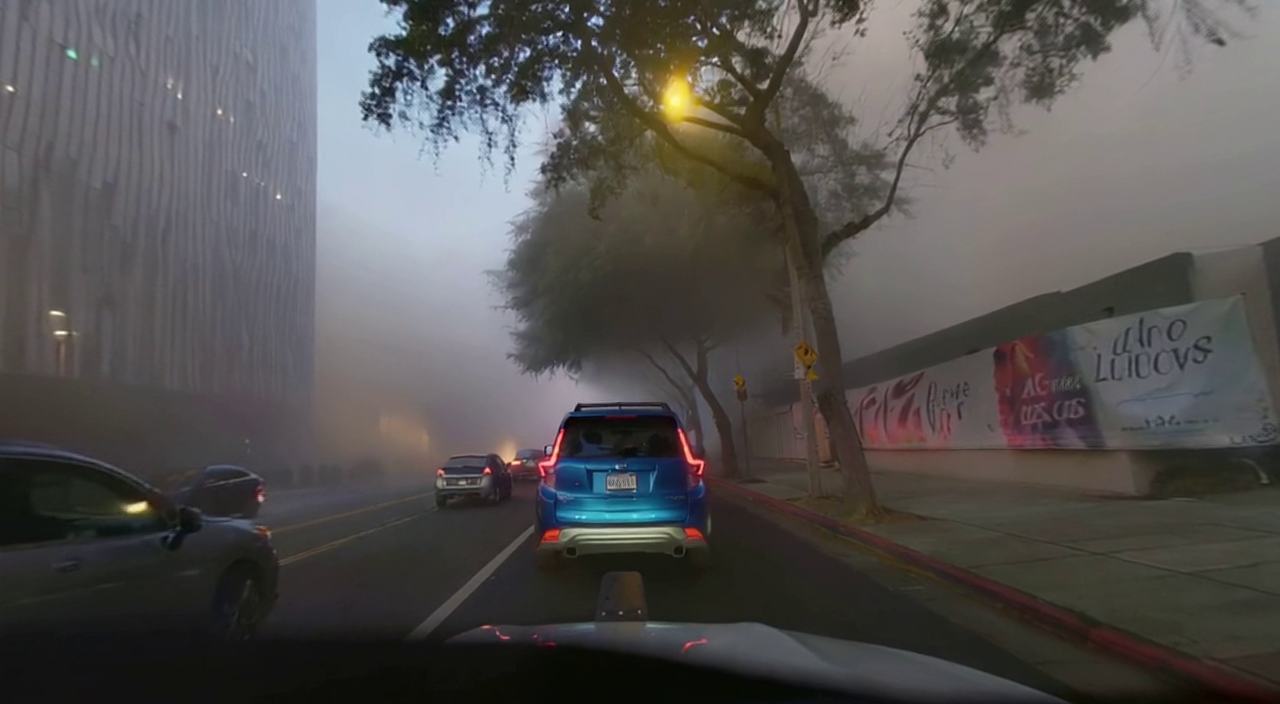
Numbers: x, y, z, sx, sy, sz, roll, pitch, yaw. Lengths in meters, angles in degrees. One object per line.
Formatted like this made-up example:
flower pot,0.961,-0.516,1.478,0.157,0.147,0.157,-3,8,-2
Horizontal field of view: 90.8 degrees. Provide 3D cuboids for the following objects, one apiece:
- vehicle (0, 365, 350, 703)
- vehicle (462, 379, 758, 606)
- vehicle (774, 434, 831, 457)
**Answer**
vehicle,-3.340,0.997,3.004,1.971,1.658,4.428,0,-8,-3
vehicle,-0.340,1.522,7.716,2.531,1.930,4.382,0,-8,-2
vehicle,10.461,5.990,40.427,1.877,1.416,3.965,-8,-12,41
